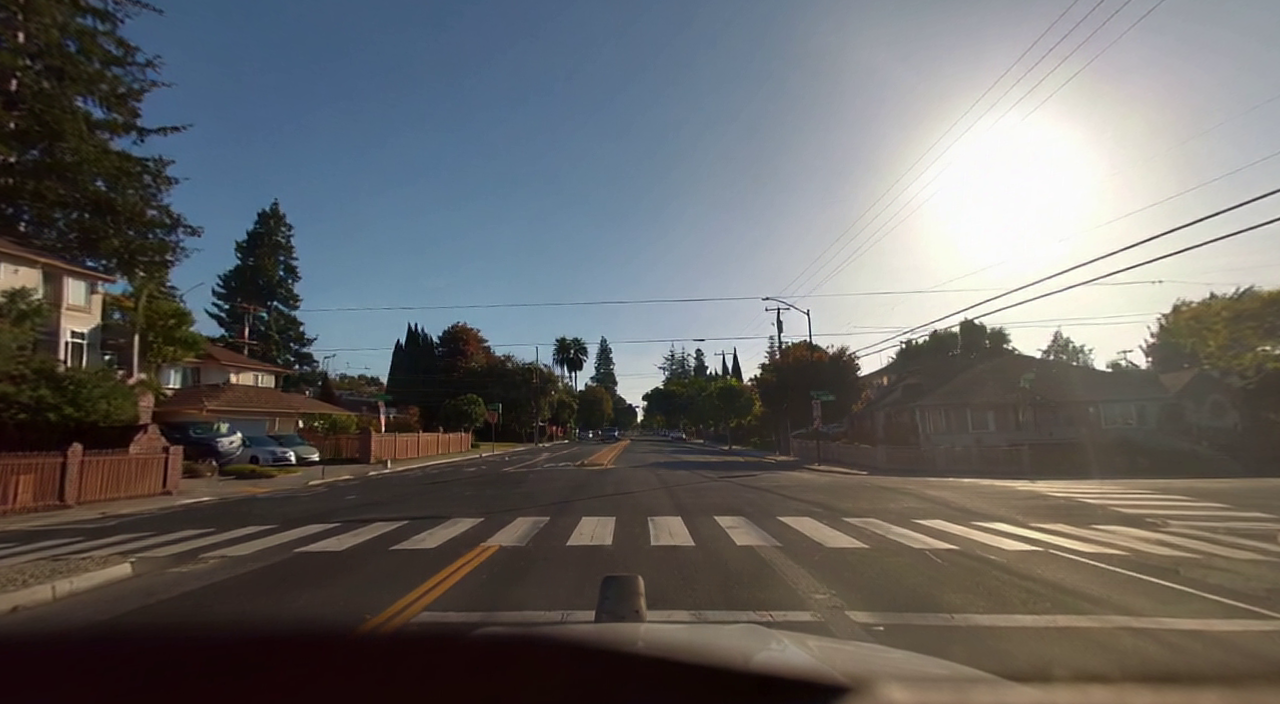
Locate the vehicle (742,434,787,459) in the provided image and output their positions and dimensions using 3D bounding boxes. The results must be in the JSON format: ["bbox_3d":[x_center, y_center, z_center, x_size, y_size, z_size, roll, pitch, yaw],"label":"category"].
[{"bbox_3d":[8.008,6.129,40.954,2.029,1.554,4.705,0,-9,1],"label":"vehicle"}]

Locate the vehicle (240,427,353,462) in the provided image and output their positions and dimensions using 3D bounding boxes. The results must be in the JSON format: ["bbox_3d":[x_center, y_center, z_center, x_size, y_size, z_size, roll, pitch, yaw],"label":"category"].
[{"bbox_3d":[-17.958,4.869,33.181,4.743,1.734,1.994,0,-9,0],"label":"vehicle"}]

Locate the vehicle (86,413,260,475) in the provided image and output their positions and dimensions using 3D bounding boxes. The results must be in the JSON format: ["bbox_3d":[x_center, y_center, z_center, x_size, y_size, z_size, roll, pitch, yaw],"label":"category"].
[{"bbox_3d":[-17.942,3.557,24.511,4.800,2.259,2.303,0,-9,0],"label":"vehicle"}]
